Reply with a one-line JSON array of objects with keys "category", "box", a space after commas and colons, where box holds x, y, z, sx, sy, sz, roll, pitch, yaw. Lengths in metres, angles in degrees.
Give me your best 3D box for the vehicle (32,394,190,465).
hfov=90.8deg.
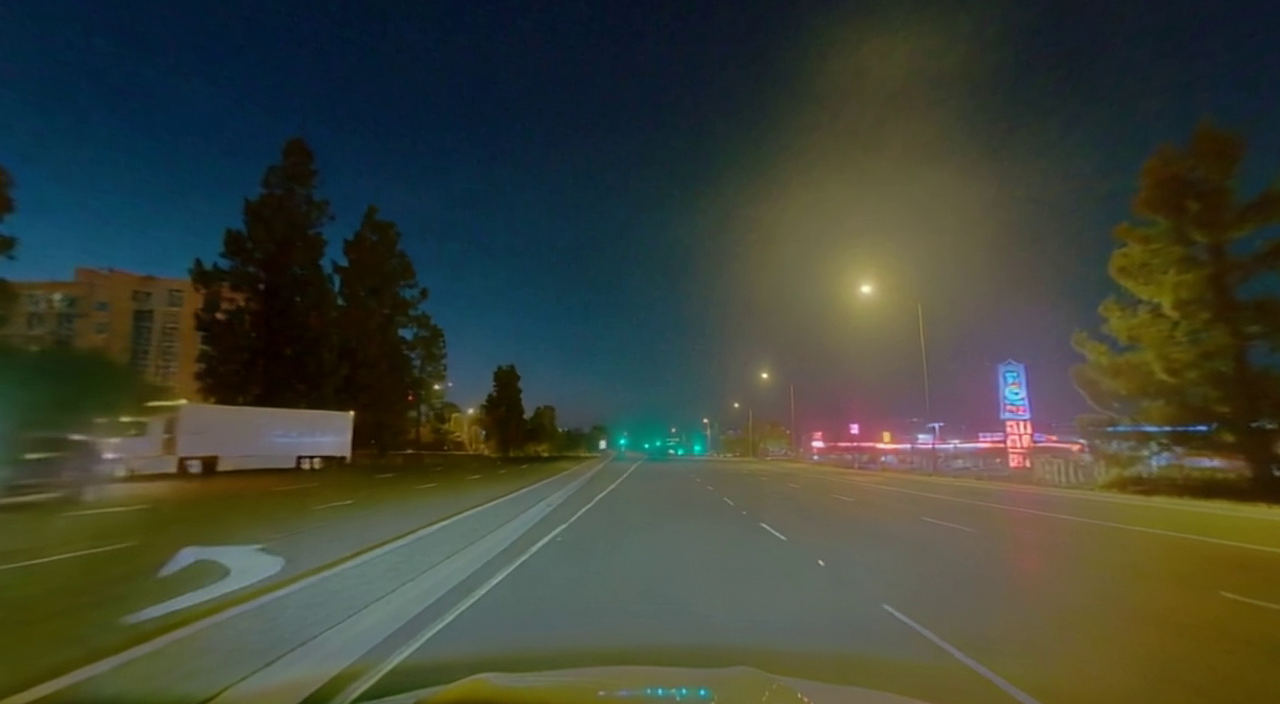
[{"category": "vehicle", "box": [-35.260, 5.255, 42.502, 3.275, 4.316, 7.018, -3, -9, 25]}]
